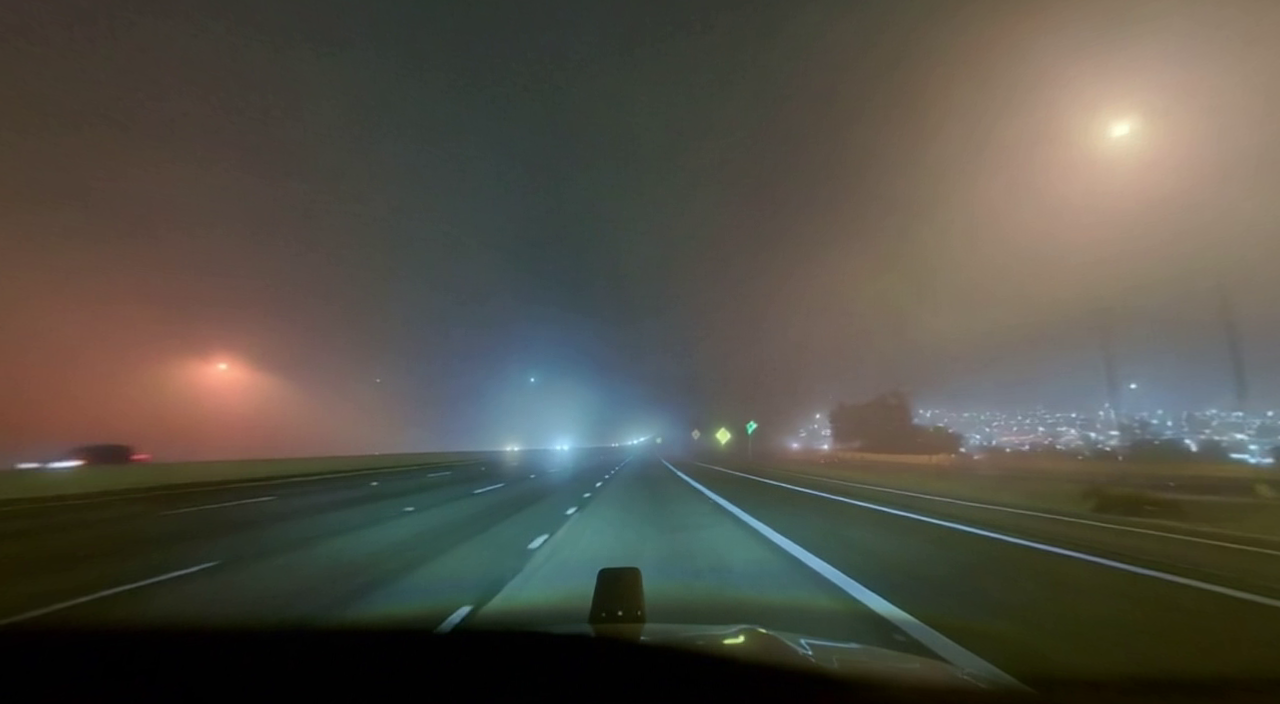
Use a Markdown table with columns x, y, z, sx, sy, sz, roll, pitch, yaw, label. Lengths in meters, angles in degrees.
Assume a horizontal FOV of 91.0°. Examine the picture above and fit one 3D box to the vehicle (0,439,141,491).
| x | y | z | sx | sy | sz | roll | pitch | yaw | label |
| --- | --- | --- | --- | --- | --- | --- | --- | --- | --- |
| -19.036 | 3.669 | 20.706 | 1.784 | 1.512 | 4.079 | 0 | -9 | 1 | vehicle |
